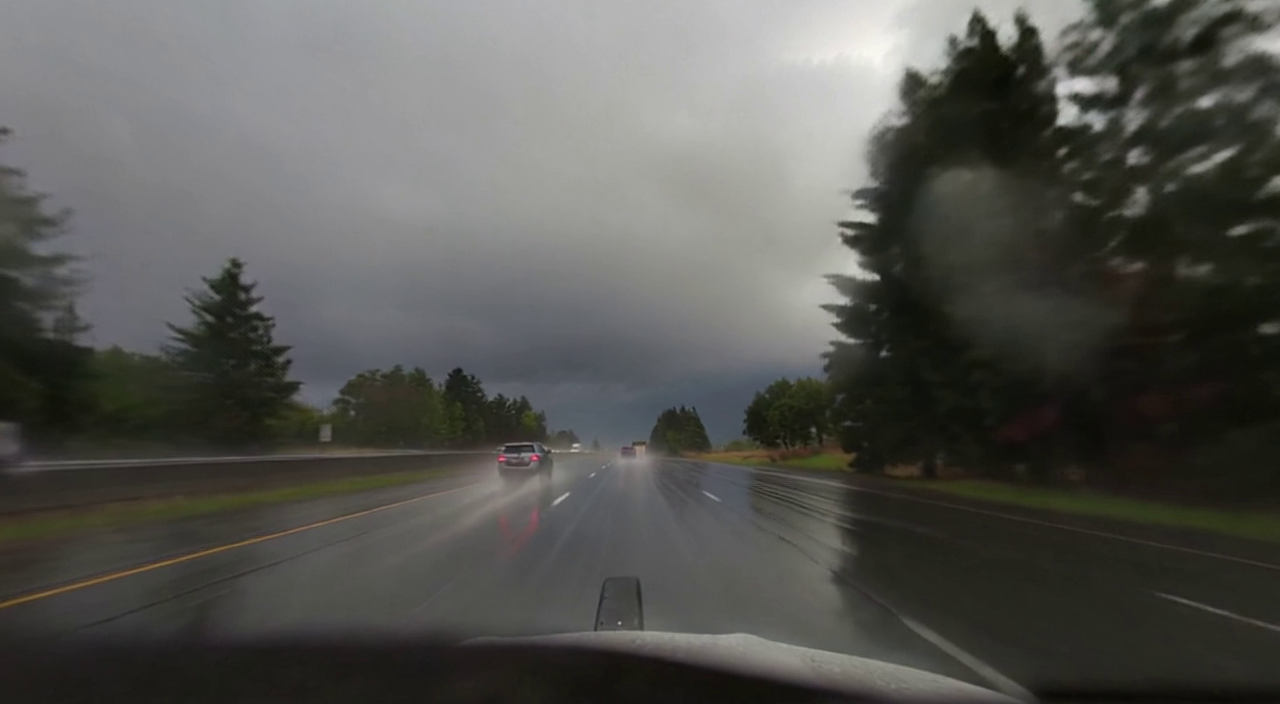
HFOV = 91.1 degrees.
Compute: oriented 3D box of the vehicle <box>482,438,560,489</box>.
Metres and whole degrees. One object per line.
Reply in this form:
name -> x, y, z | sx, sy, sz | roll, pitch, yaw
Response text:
vehicle -> -4.386, 4.164, 23.857 | 2.111, 1.717, 4.426 | 0, -9, 0
